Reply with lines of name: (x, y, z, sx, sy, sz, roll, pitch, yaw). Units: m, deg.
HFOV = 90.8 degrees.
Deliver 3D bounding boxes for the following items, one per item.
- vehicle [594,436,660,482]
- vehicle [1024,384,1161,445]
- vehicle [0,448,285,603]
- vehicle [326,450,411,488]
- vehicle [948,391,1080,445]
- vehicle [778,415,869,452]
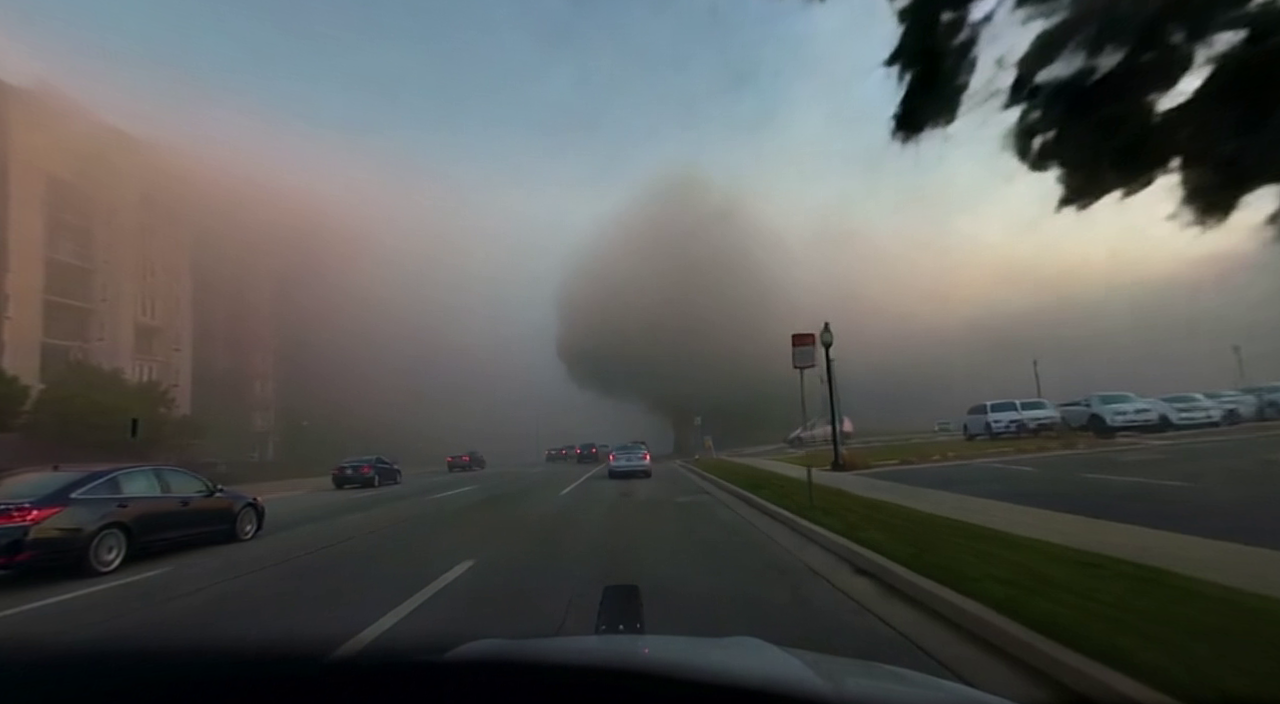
vehicle: (-0.459, 3.760, 22.477, 2.099, 1.469, 4.389, 0, -8, -1)
vehicle: (18.552, 2.680, 26.231, 2.002, 2.015, 4.254, -8, -8, -6)
vehicle: (-7.025, 2.035, 8.448, 1.906, 1.449, 4.576, 0, -8, 0)
vehicle: (-11.774, 5.074, 27.739, 2.024, 1.484, 4.592, 1, -8, -5)
vehicle: (15.753, 2.921, 27.051, 2.395, 2.028, 5.135, 0, -9, -1)
vehicle: (12.635, 5.618, 43.827, 5.253, 2.014, 2.666, -5, -6, -5)
